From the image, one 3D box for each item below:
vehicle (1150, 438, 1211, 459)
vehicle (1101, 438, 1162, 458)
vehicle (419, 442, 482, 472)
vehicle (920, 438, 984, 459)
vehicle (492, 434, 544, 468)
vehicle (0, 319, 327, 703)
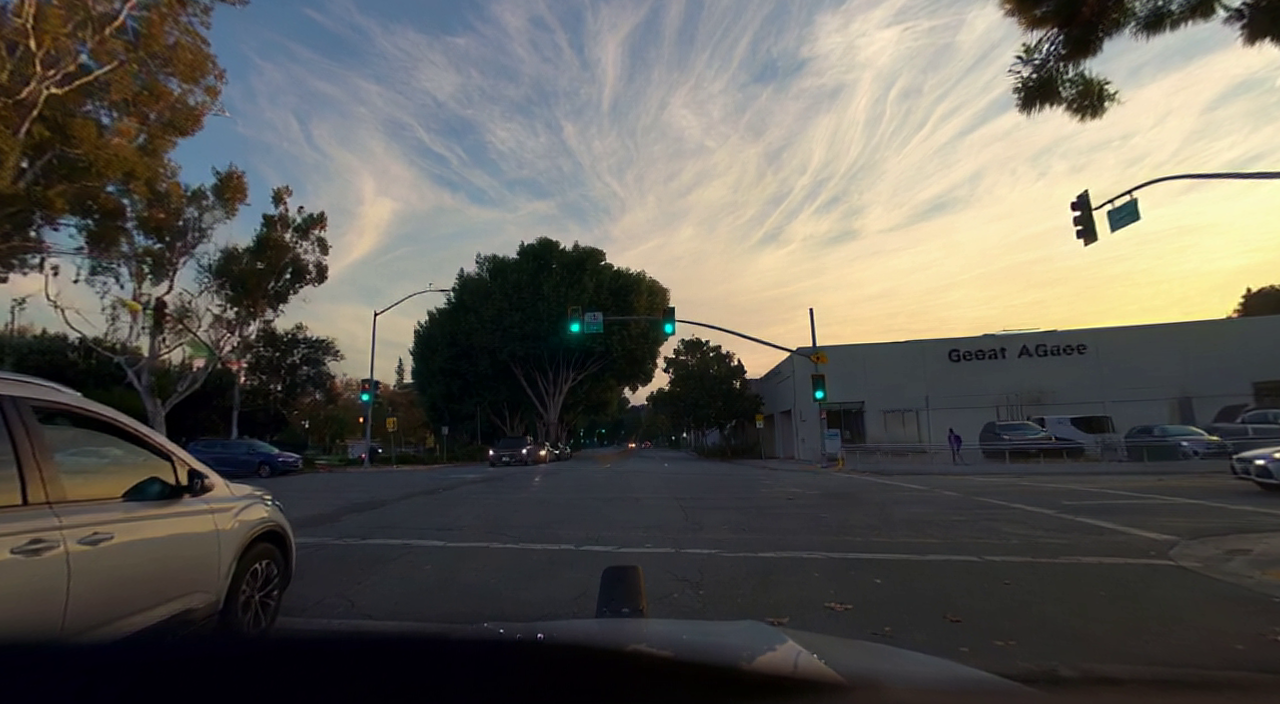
[{"bbox_3d":[41.128,7.423,48.092,1.767,1.456,4.191,-5,-10,15],"label":"vehicle"},{"bbox_3d":[38.481,7.538,49.511,1.837,1.514,4.786,-2,-9,13],"label":"vehicle"},{"bbox_3d":[-10.638,5.918,35.719,2.041,1.548,4.868,0,-8,0],"label":"vehicle"},{"bbox_3d":[21.471,6.638,43.393,3.576,1.425,1.702,2,-8,-12],"label":"vehicle"},{"bbox_3d":[-7.165,5.860,37.461,2.081,1.818,4.782,0,-8,1],"label":"vehicle"},{"bbox_3d":[-3.481,0.815,2.701,2.000,1.789,4.638,0,-8,-2],"label":"vehicle"}]
